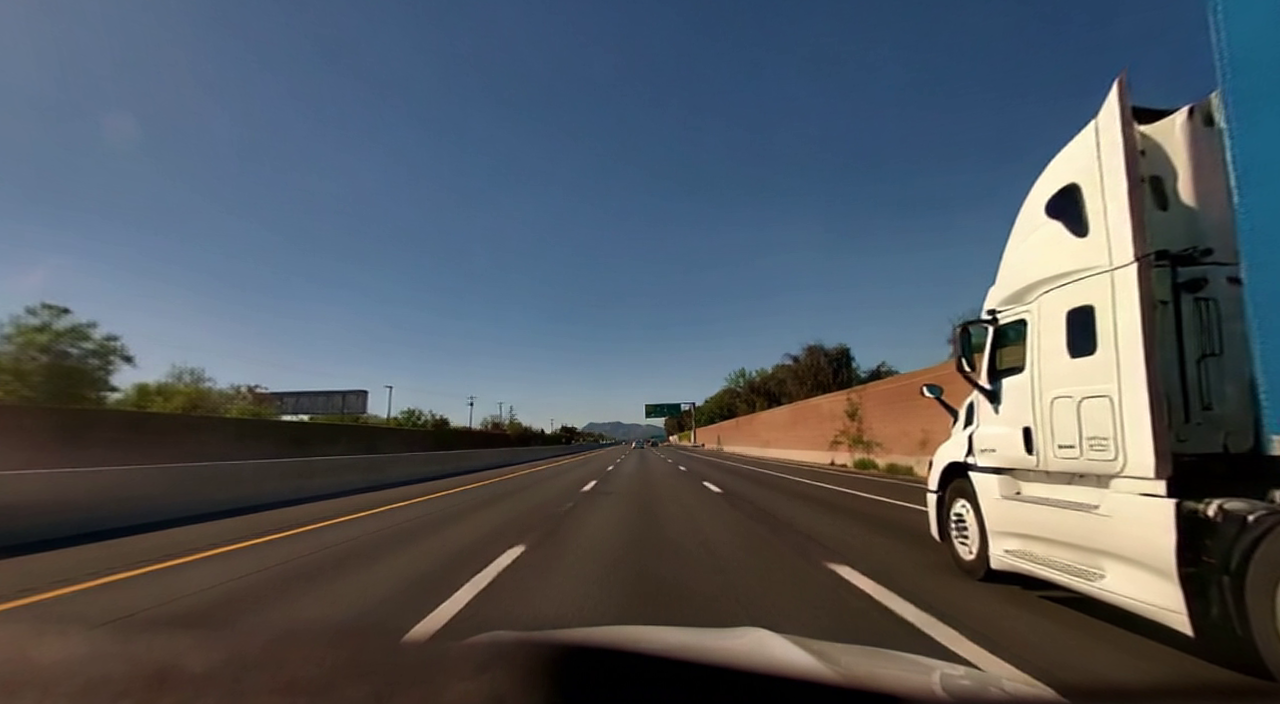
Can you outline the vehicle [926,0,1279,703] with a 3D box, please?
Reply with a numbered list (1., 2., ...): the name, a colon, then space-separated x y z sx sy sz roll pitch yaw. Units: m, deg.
1. vehicle: 4.116 -0.457 0.971 3.012 3.768 8.945 0 -8 -1
